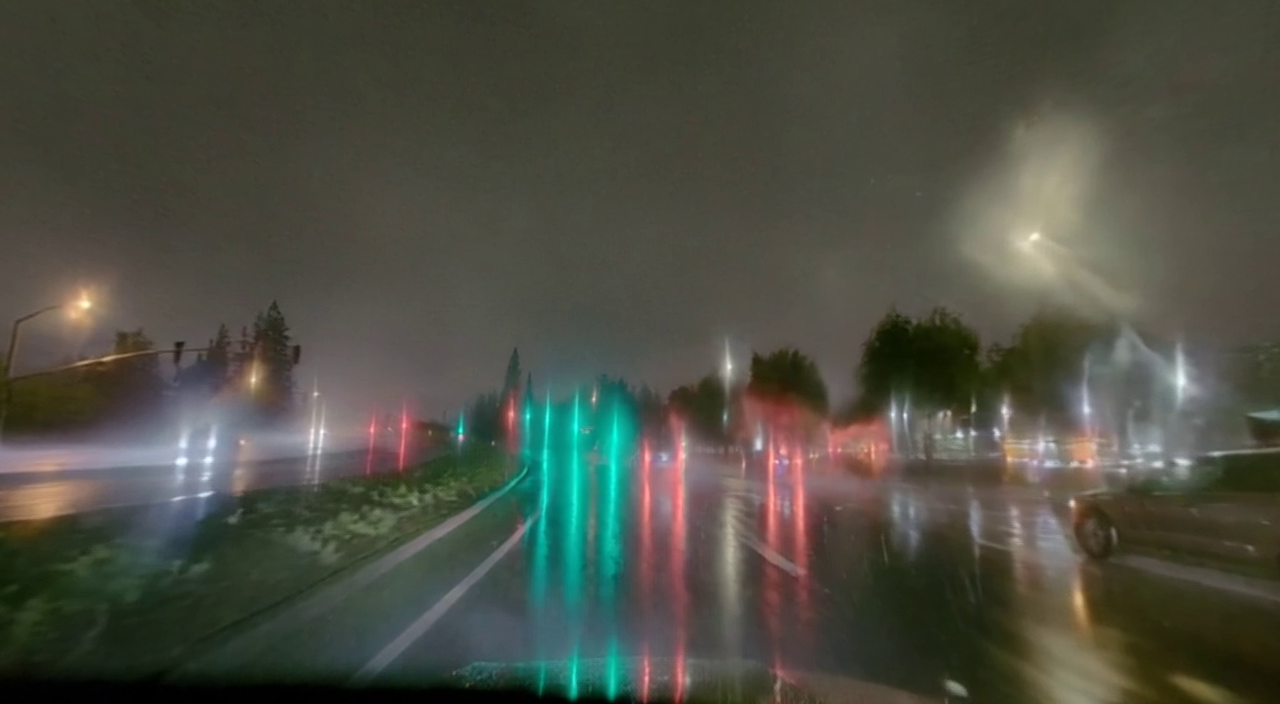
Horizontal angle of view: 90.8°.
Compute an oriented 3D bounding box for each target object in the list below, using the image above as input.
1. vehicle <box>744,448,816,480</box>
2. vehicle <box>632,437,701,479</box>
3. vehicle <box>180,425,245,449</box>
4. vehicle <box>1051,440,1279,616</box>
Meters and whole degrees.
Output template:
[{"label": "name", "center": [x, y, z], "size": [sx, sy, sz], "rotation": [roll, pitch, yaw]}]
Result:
[{"label": "vehicle", "center": [6.999, 5.632, 32.181], "size": [1.940, 1.460, 4.652], "rotation": [2, -8, -10]}, {"label": "vehicle", "center": [1.040, 4.588, 27.681], "size": [2.122, 1.646, 4.525], "rotation": [2, -9, -10]}, {"label": "vehicle", "center": [-28.677, 5.770, 42.547], "size": [1.915, 1.500, 4.652], "rotation": [2, -9, -12]}, {"label": "vehicle", "center": [6.348, 1.580, 5.933], "size": [1.882, 1.476, 4.344], "rotation": [0, -8, -3]}]
